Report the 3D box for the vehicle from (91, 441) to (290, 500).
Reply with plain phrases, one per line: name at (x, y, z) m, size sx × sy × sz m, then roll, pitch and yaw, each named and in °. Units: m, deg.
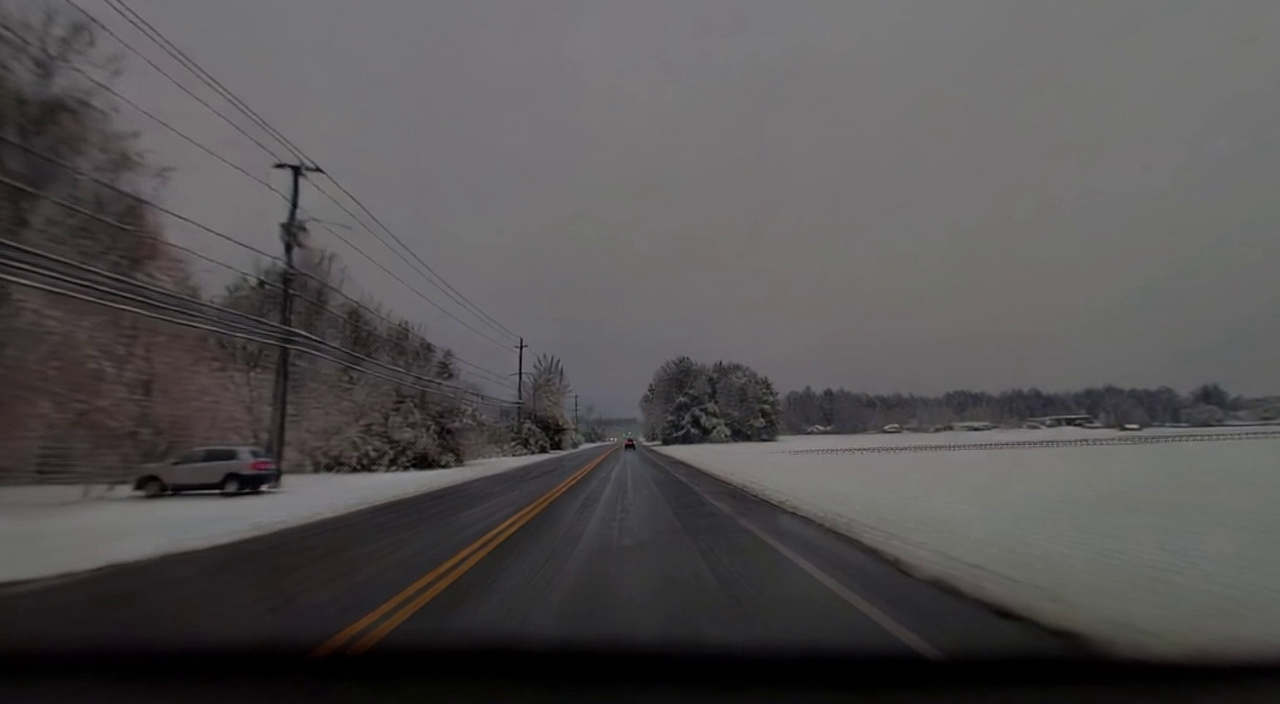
vehicle at (-14.614, 3.844, 20.717) m, size 4.894 × 1.774 × 2.150 m, roll -1°, pitch -8°, yaw 1°
